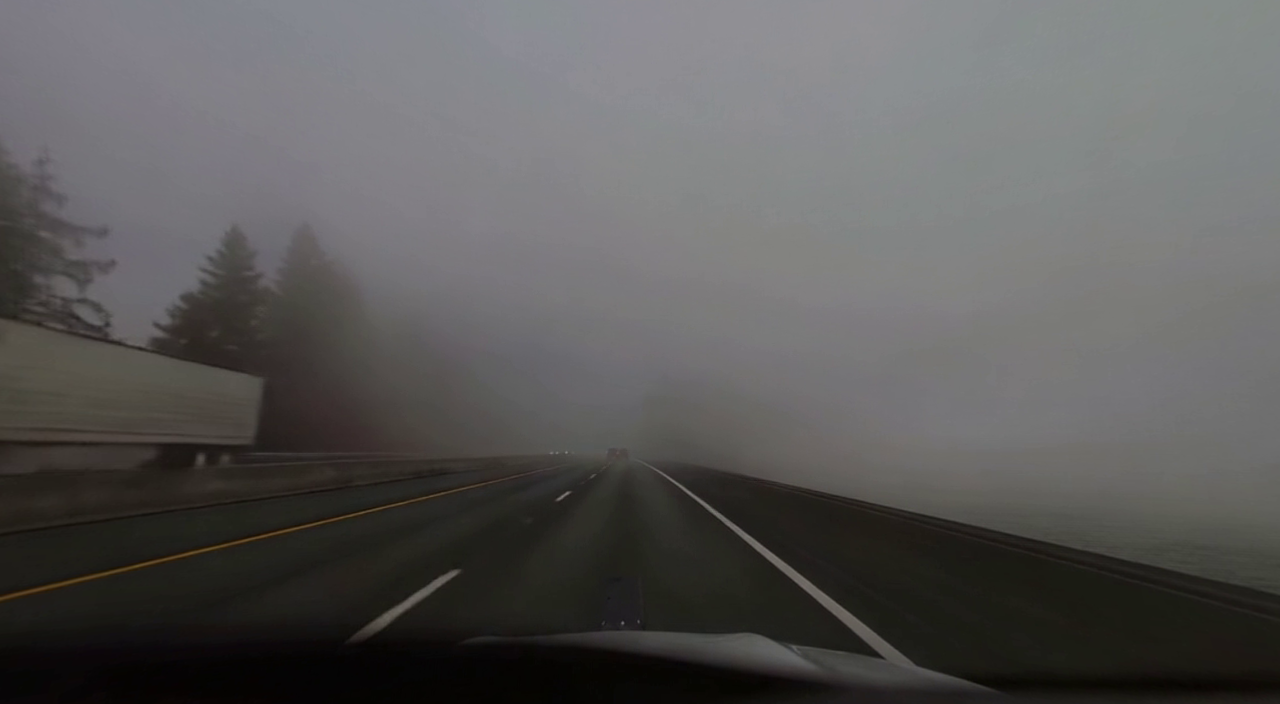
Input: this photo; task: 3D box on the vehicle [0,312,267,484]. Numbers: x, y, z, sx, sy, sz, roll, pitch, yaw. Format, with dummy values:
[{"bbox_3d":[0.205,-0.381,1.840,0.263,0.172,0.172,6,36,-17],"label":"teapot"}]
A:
[{"bbox_3d":[-16.756,1.721,18.983,2.871,4.035,13.724,0,-9,-1],"label":"vehicle"}]
